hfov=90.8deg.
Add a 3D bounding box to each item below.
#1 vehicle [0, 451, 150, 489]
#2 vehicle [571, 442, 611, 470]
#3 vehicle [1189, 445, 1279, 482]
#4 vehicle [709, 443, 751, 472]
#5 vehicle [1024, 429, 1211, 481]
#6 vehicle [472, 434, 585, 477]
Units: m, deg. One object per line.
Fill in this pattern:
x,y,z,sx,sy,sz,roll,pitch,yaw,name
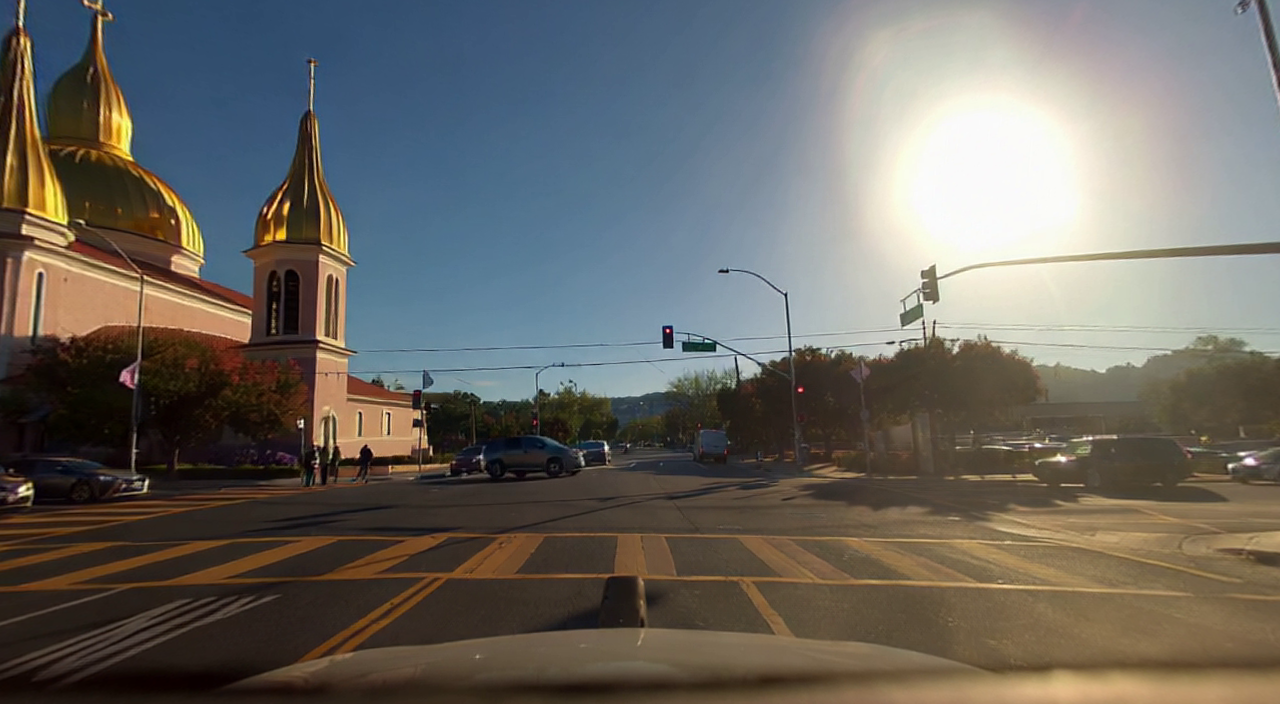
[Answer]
-23.370,4.858,26.215,4.479,1.476,1.873,0,-8,1,vehicle
-3.165,6.801,41.485,2.223,1.692,4.688,0,-8,0,vehicle
26.380,4.682,26.679,4.561,1.475,1.850,0,-8,0,vehicle
5.823,6.861,41.480,1.969,1.776,4.329,0,-8,-2,vehicle
19.877,4.307,26.561,5.852,2.057,2.361,0,-8,1,vehicle
-4.833,4.571,28.005,2.051,1.724,4.567,-8,-12,43,vehicle
